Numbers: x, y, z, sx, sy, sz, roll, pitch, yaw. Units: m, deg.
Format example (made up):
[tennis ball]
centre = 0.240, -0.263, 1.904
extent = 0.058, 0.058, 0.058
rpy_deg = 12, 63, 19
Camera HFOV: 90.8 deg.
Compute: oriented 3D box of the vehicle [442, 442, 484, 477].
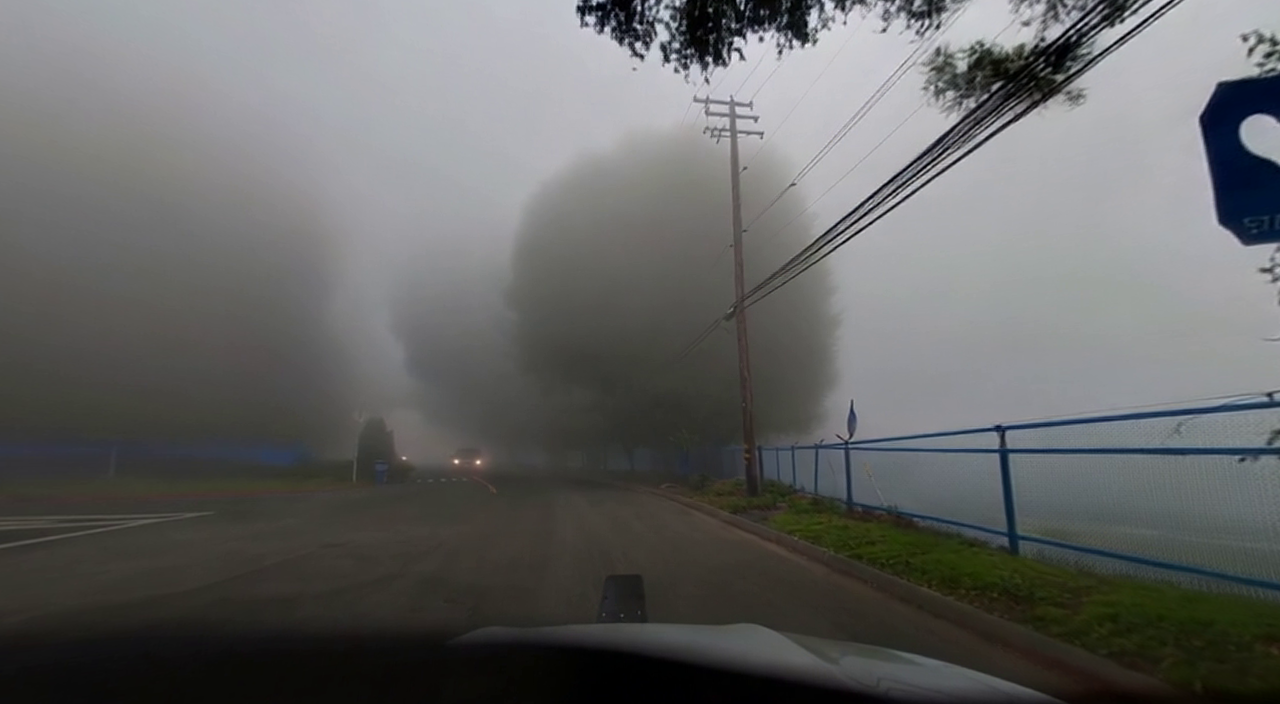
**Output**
[vehicle]
centre = -10.558, 6.343, 37.534
extent = 2.185, 1.901, 4.177
rpy_deg = 2, -9, -17
